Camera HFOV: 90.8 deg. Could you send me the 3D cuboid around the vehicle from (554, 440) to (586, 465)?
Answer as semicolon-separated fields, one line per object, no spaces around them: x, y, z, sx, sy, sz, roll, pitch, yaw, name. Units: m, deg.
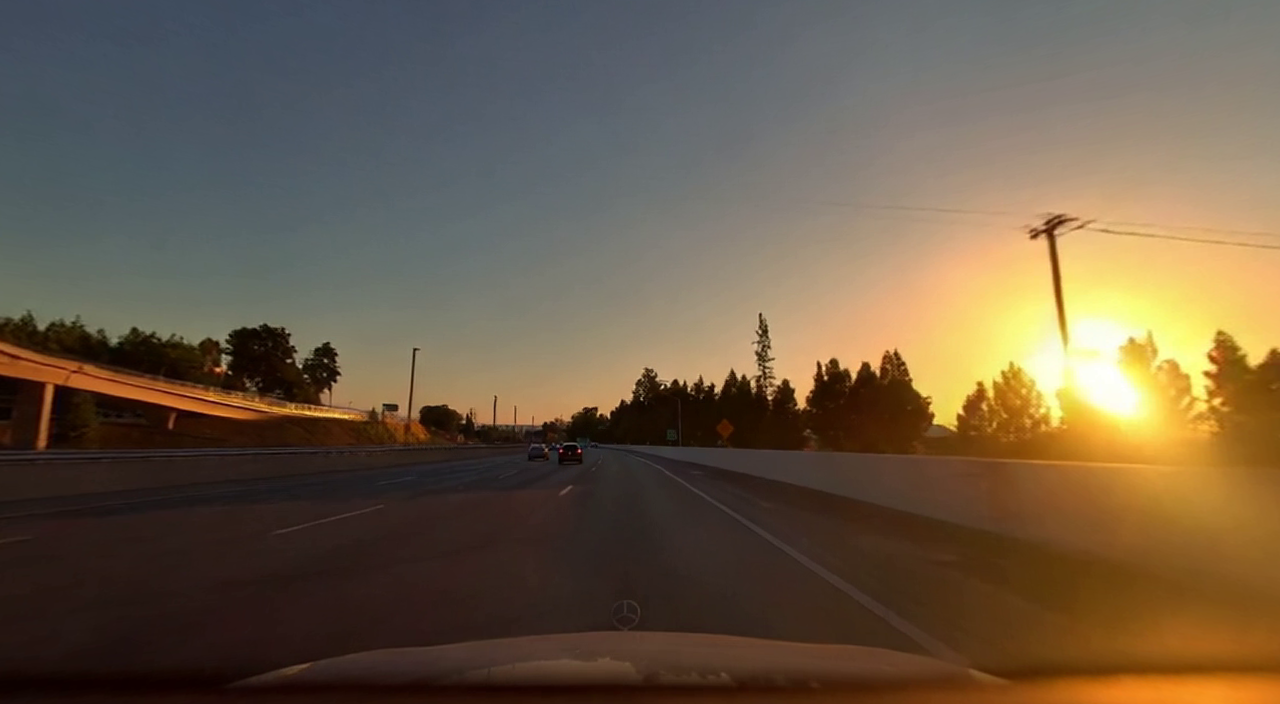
-4.789;6.920;43.734;1.971;1.643;4.009;0;-8;-2;vehicle
